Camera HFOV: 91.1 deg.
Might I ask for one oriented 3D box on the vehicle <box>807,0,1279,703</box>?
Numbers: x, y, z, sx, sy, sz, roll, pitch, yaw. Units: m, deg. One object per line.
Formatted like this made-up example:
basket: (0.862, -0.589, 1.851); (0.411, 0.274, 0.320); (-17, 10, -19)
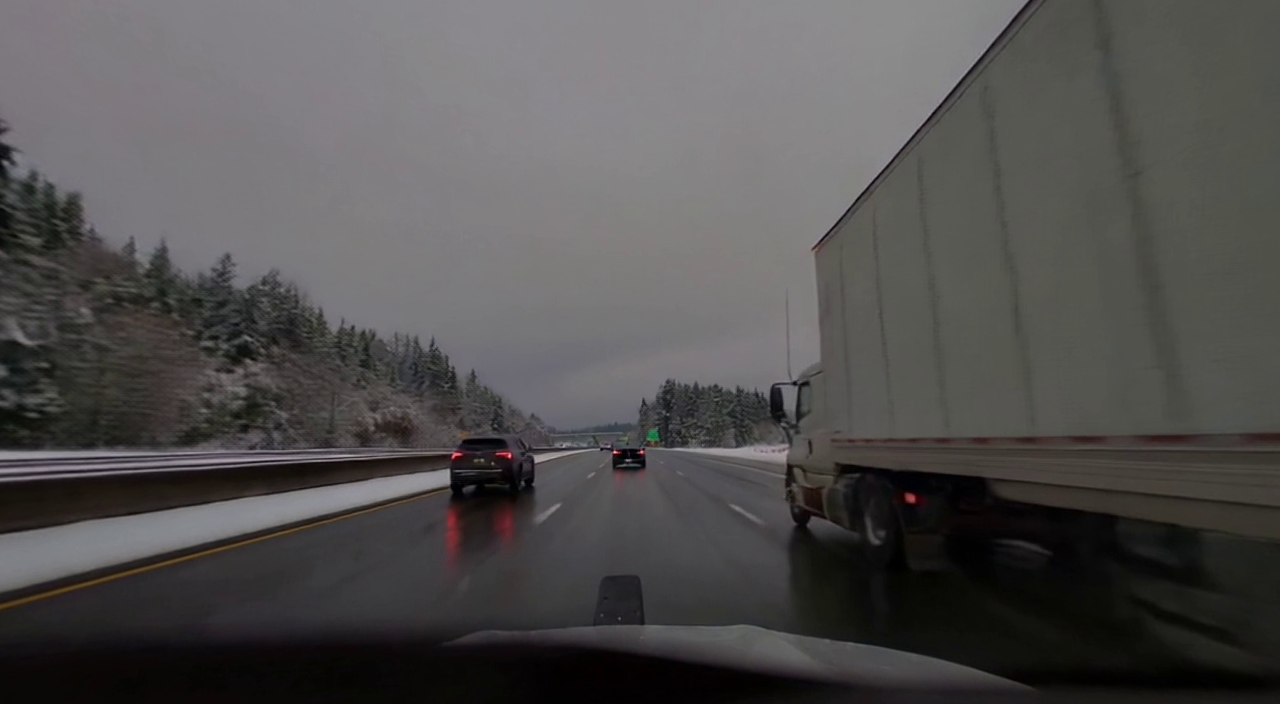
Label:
vehicle: (3.957, -0.453, 1.940); (2.946, 4.111, 14.652); (0, -8, 0)

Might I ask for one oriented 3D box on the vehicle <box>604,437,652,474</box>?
vehicle: (-0.539, 4.768, 29.146); (2.048, 1.563, 4.087); (0, -8, -1)

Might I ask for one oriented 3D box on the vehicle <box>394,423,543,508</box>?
vehicle: (-3.876, 2.656, 15.234); (2.264, 1.699, 4.648); (0, -8, 0)
